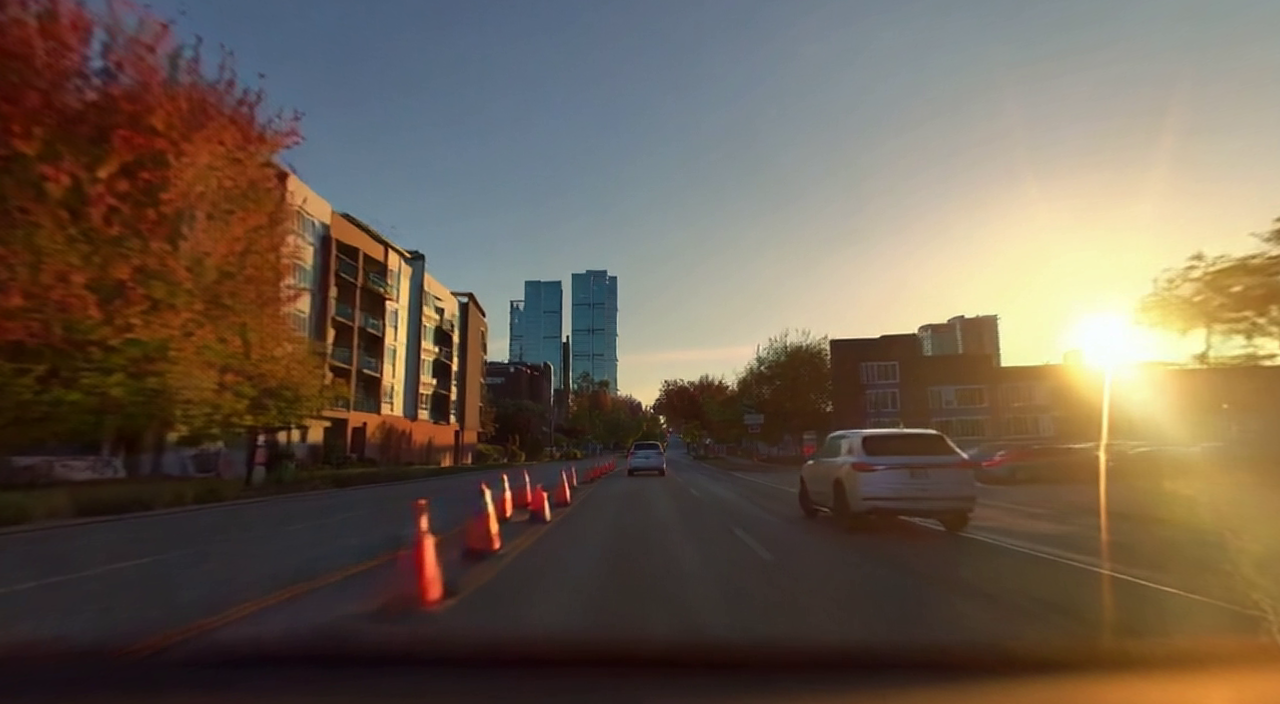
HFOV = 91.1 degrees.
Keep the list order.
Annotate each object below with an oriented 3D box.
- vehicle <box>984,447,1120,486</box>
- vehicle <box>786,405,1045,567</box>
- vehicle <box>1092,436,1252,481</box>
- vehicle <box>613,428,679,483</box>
[{"bbox_3d":[16.847,4.659,25.753,4.568,1.478,1.900,2,-9,-12],"label":"vehicle"},{"bbox_3d":[3.801,1.953,10.053,2.120,1.828,5.531,-1,-9,6],"label":"vehicle"},{"bbox_3d":[21.987,4.397,26.130,4.629,1.756,2.124,0,-9,1],"label":"vehicle"},{"bbox_3d":[0.364,4.917,30.101,2.762,2.309,6.723,0,-9,2],"label":"vehicle"}]
